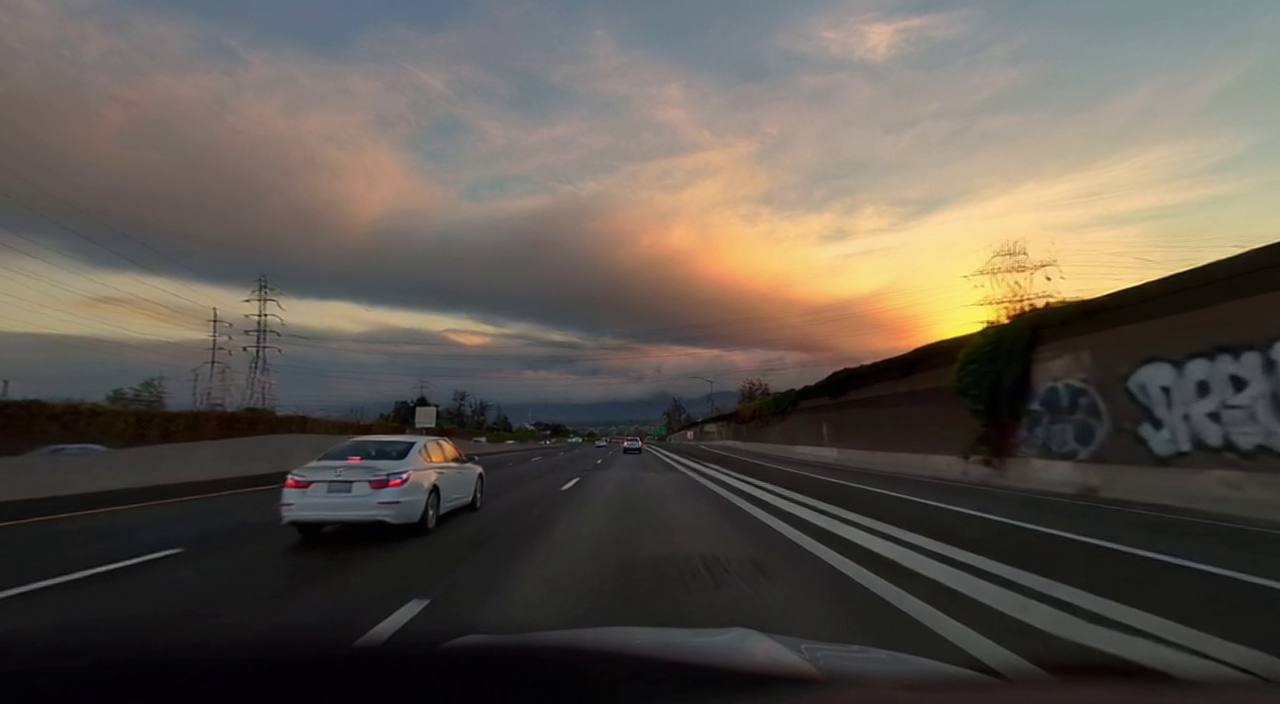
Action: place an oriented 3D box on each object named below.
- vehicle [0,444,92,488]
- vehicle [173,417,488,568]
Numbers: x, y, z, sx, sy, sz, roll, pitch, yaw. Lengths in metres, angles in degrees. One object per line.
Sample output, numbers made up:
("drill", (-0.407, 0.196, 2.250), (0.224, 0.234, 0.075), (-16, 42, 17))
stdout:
("vehicle", (-22.594, 4.093, 22.879), (1.732, 1.431, 4.093), (0, -8, -1))
("vehicle", (-3.736, 1.752, 8.888), (2.000, 1.513, 4.901), (0, -8, -1))
